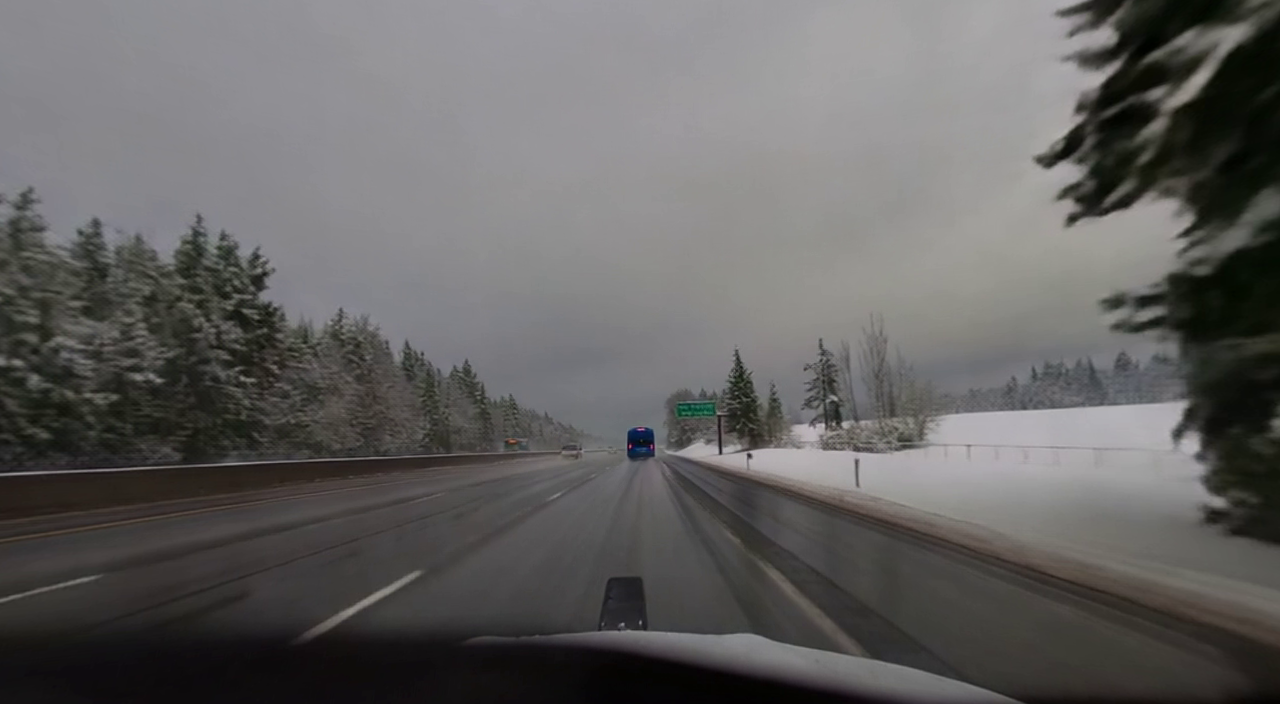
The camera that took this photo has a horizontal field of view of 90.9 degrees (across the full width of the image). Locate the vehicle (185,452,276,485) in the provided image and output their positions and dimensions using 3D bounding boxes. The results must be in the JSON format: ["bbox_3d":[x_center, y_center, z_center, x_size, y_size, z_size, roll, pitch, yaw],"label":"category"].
[{"bbox_3d":[-21.584,6.141,33.466,1.870,1.558,4.388,0,-8,0],"label":"vehicle"}]
